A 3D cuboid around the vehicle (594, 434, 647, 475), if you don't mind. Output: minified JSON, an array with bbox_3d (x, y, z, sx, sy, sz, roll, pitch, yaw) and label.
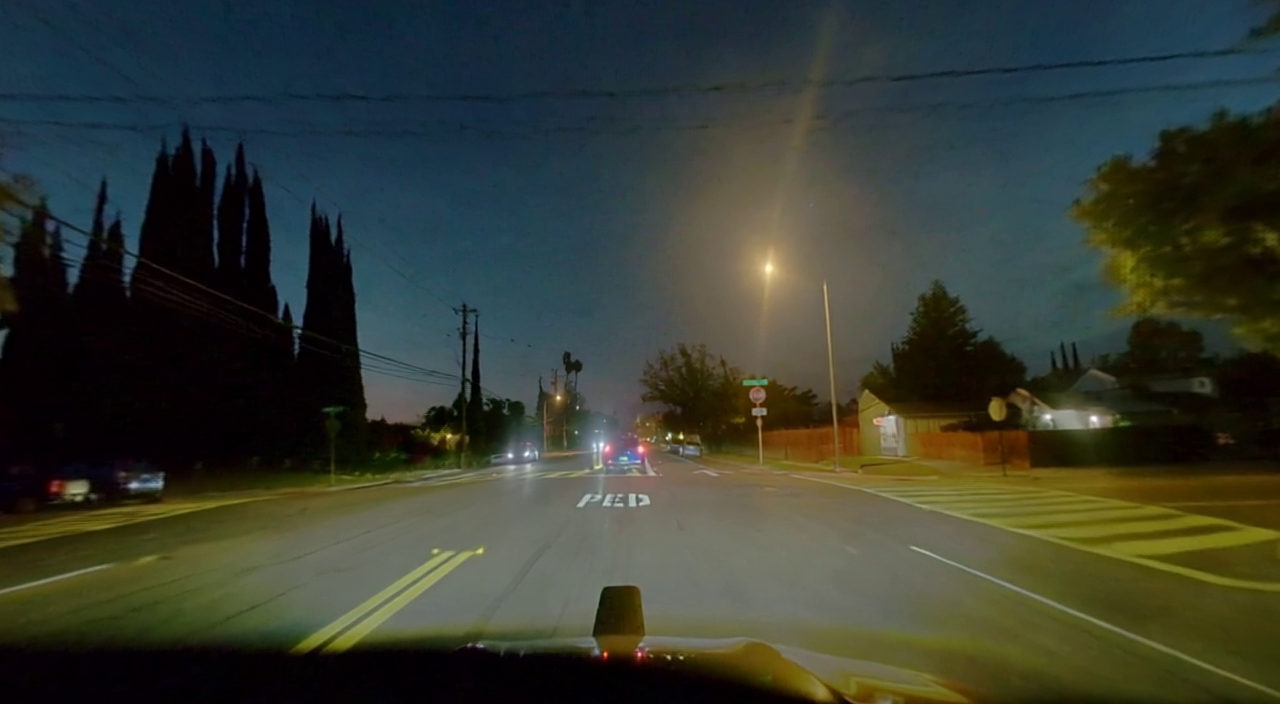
[{"bbox_3d":[-0.704,3.936,24.517,1.877,1.448,3.830,0,-9,0],"label":"vehicle"}]

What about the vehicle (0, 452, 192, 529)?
[{"bbox_3d":[-14.117,3.340,15.150,5.190,1.502,2.085,-4,-8,-1],"label":"vehicle"}]
